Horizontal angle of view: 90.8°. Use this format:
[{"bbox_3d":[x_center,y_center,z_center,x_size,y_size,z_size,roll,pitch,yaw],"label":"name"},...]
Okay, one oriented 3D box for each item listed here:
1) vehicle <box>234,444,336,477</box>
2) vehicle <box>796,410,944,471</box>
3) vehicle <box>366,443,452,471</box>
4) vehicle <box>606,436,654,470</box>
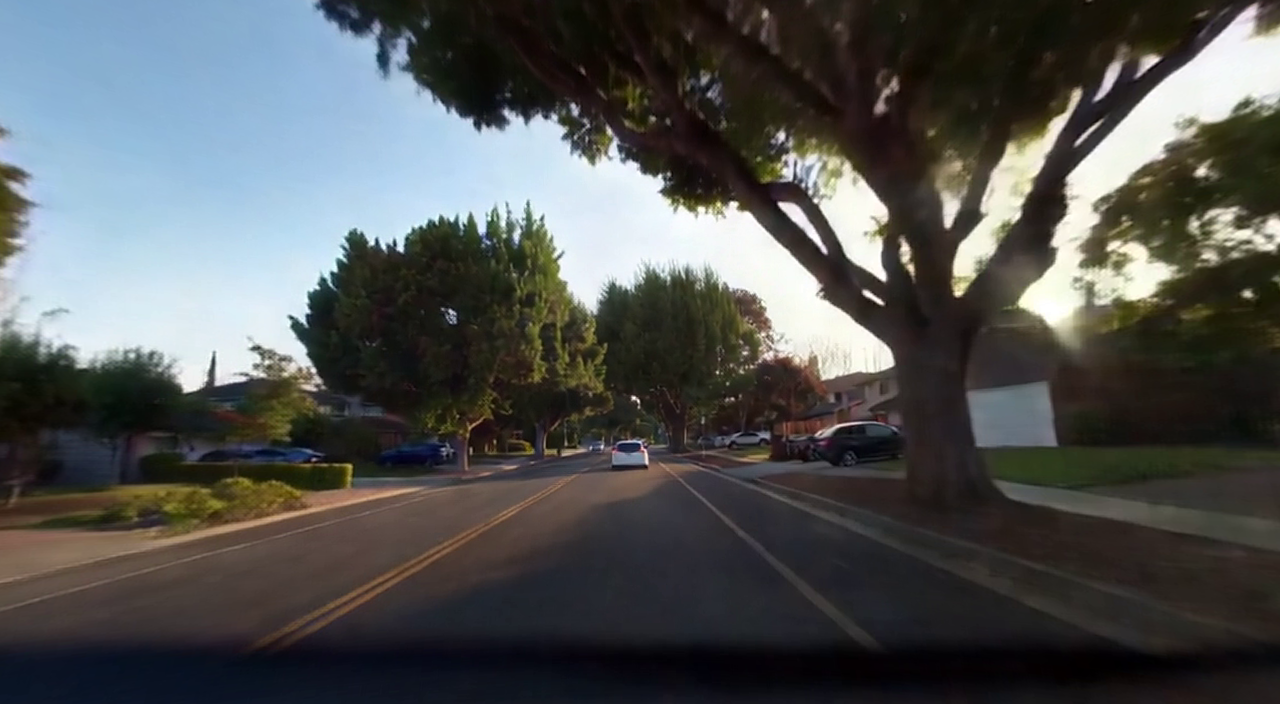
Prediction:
[{"bbox_3d":[-17.077,5.152,30.347,4.608,1.481,1.890,-4,-9,26],"label":"vehicle"},{"bbox_3d":[8.311,3.235,23.188,4.513,1.617,1.998,-7,-8,-1],"label":"vehicle"},{"bbox_3d":[-14.801,6.756,40.657,4.608,1.743,2.222,-1,-8,7],"label":"vehicle"},{"bbox_3d":[-0.409,4.718,29.649,2.098,1.483,4.099,0,-8,0],"label":"vehicle"}]
